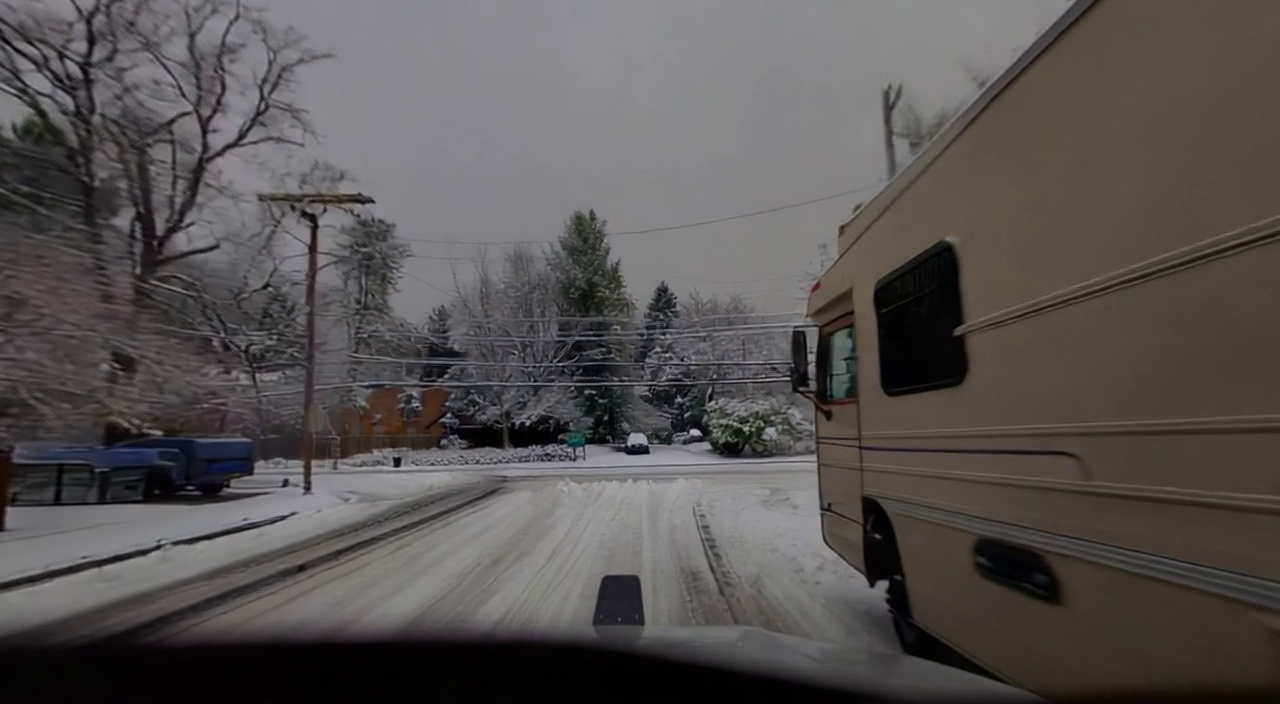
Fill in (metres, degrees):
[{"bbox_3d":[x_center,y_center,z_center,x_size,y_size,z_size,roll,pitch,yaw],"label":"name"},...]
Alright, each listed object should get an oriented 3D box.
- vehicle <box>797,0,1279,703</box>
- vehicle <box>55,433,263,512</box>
[{"bbox_3d":[3.090,0.000,1.722,2.915,3.243,8.972,0,-8,0],"label":"vehicle"},{"bbox_3d":[-12.933,3.225,17.464,2.111,1.856,4.803,0,-8,-3],"label":"vehicle"}]
